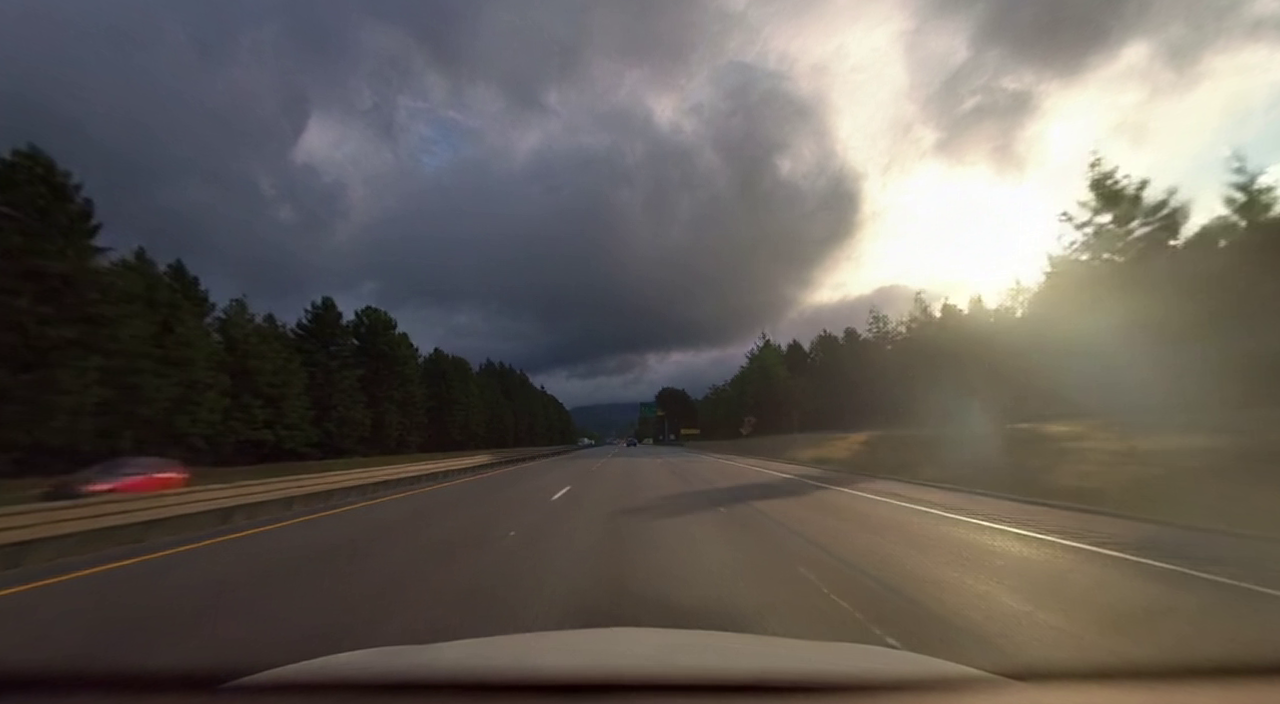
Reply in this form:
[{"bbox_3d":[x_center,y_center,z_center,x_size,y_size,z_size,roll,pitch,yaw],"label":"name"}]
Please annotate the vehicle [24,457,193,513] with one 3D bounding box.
[{"bbox_3d":[-16.848,4.186,20.294,1.789,1.464,4.245,0,-8,-1],"label":"vehicle"}]
